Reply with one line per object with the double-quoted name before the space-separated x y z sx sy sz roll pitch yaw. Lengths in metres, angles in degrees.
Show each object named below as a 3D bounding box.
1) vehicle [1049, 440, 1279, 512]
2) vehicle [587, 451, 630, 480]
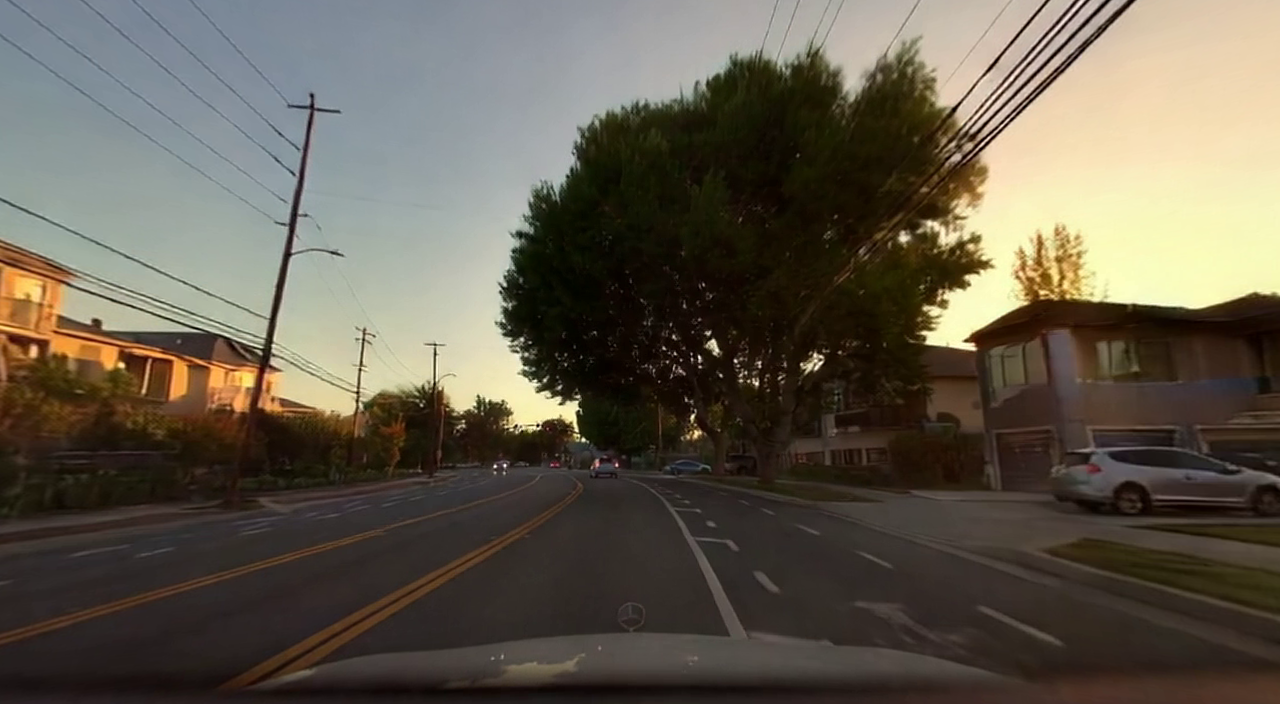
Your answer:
"vehicle" 12.526 2.831 14.672 4.648 1.511 1.919 0 -8 -2
"vehicle" -2.355 8.157 45.494 2.284 1.741 4.702 4 -8 -12
